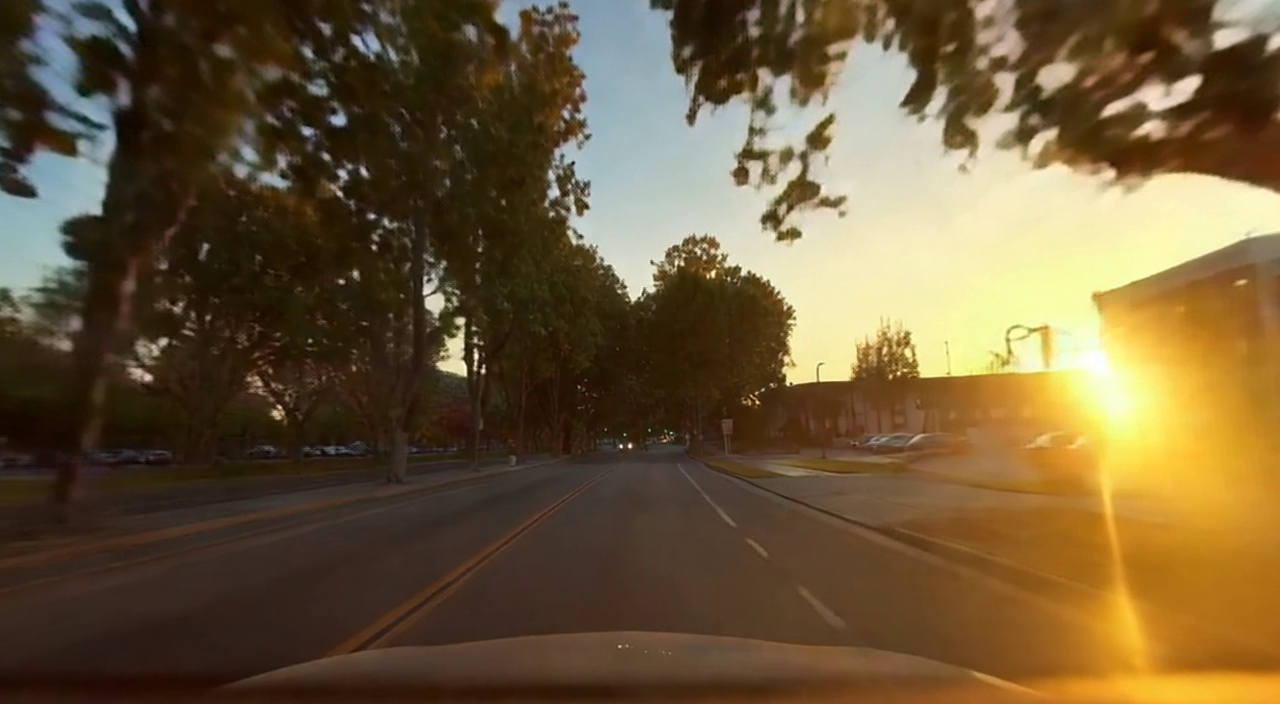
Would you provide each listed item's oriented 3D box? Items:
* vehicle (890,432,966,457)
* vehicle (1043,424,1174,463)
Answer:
[{"bbox_3d":[19.110,6.138,42.046,4.134,1.580,1.952,1,-8,-10],"label":"vehicle"},{"bbox_3d":[20.757,4.049,28.121,4.293,1.473,1.843,-2,-6,2],"label":"vehicle"}]
